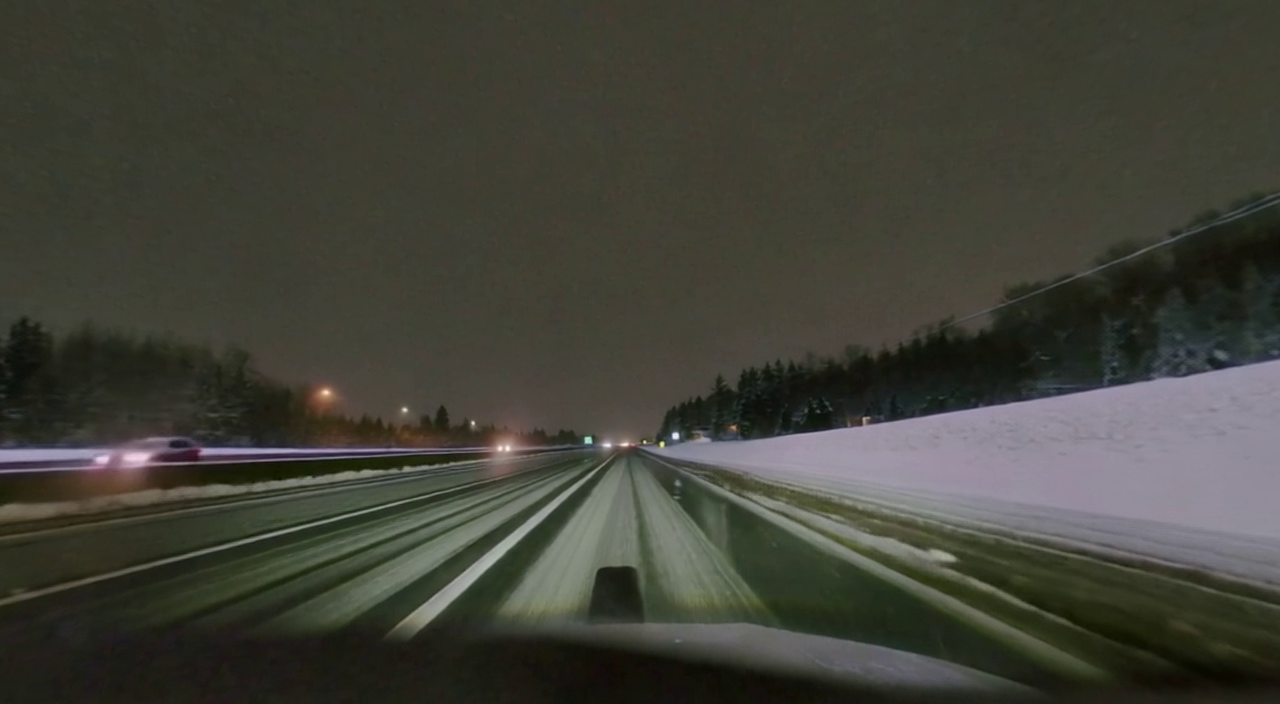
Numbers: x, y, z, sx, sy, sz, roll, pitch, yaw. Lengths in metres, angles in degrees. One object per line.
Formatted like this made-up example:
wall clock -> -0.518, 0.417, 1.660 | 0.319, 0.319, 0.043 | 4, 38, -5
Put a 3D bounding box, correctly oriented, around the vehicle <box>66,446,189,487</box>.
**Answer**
vehicle -> -21.846, 4.876, 27.065 | 1.812, 1.593, 4.308 | 0, -9, -3
